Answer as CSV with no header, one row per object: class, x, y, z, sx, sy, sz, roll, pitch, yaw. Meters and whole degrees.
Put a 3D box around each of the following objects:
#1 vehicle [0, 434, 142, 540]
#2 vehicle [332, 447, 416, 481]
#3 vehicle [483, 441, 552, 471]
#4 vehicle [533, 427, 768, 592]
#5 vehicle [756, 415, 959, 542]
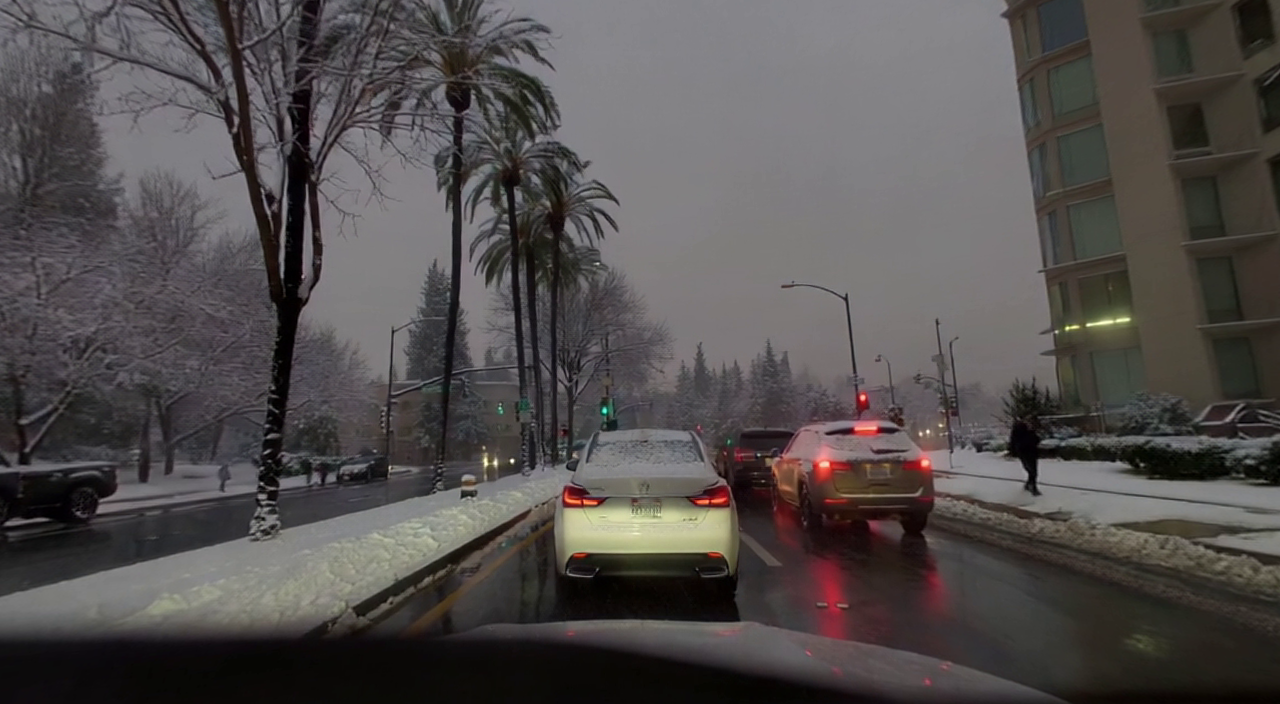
vehicle,-13.056,2.715,12.286,2.240,1.964,5.707,-6,-8,0
vehicle,-13.183,5.558,31.696,1.965,1.507,4.725,-1,-8,2
vehicle,-6.447,5.529,33.792,1.898,1.439,4.540,-2,-9,12
vehicle,0.136,1.709,7.704,2.088,1.452,3.993,0,-8,1
vehicle,3.388,2.063,10.920,2.003,1.733,4.319,0,-8,1
